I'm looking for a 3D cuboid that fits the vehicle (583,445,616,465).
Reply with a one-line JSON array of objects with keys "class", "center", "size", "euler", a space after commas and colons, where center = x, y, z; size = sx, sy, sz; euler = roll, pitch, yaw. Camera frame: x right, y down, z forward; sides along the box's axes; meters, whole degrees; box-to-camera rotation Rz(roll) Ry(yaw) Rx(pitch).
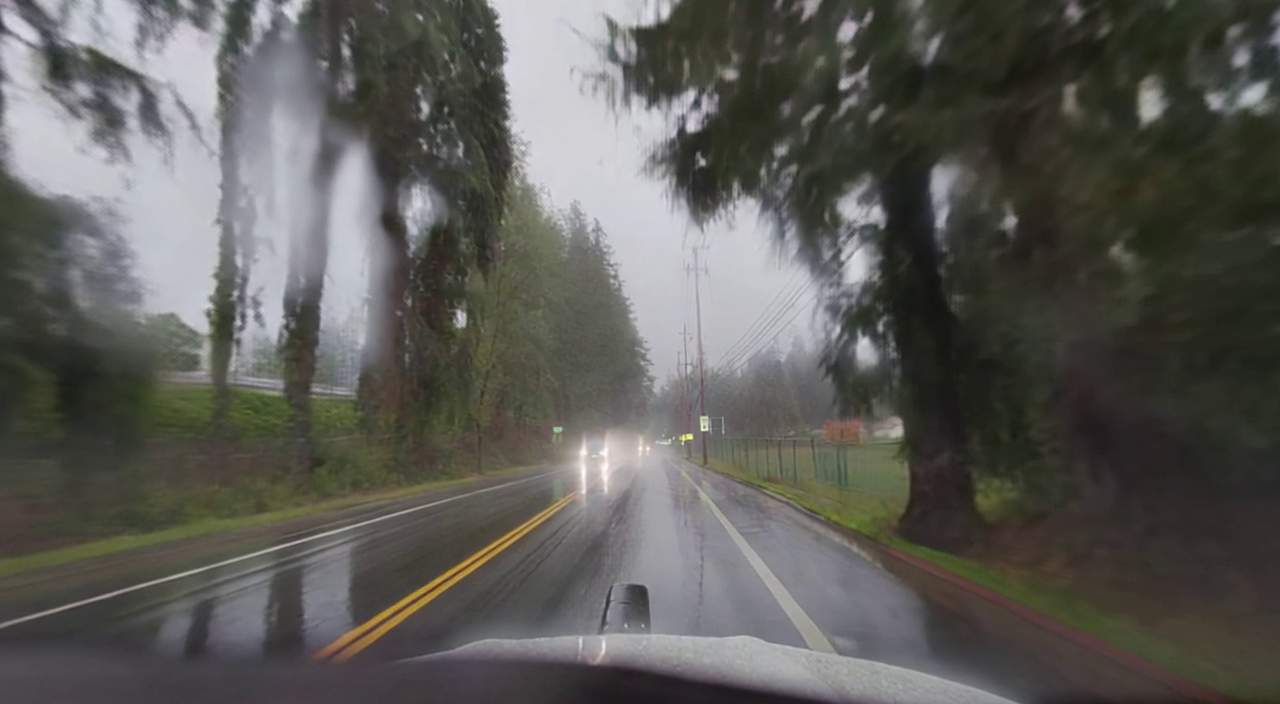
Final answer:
[{"class": "vehicle", "center": [-3.075, 7.956, 48.714], "size": [1.975, 1.481, 4.445], "euler": [-1, -9, 3]}]
